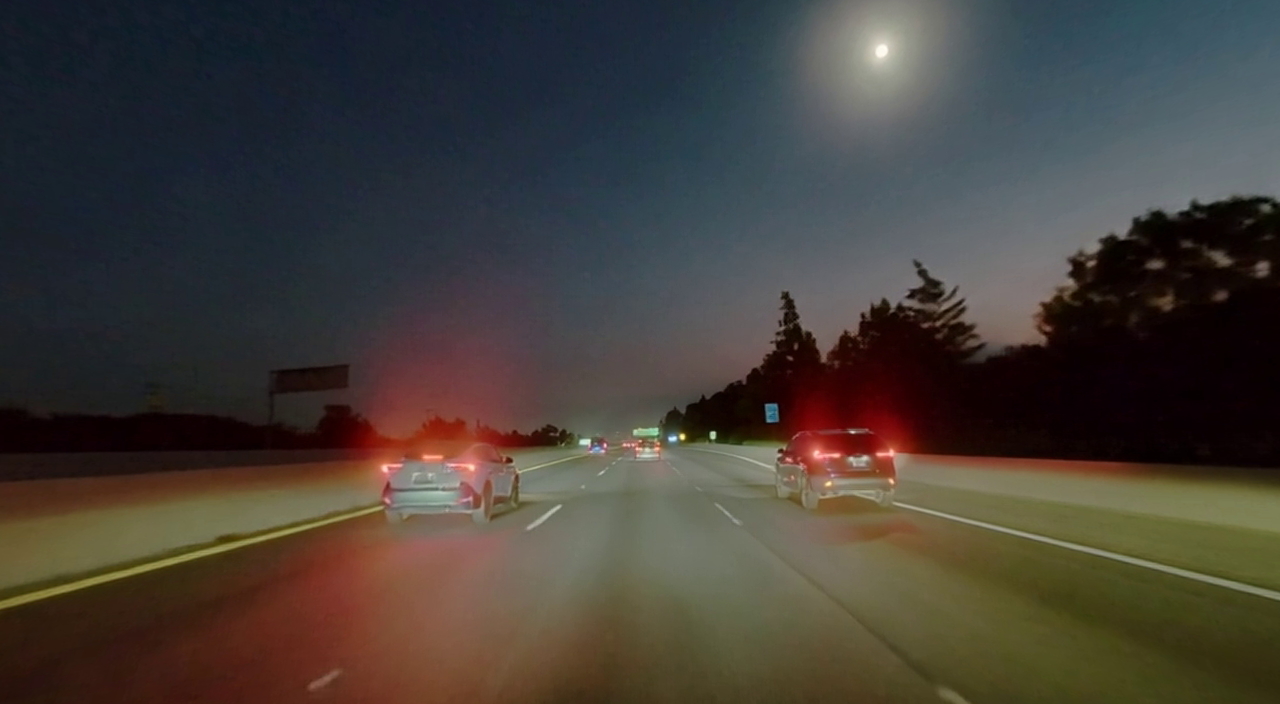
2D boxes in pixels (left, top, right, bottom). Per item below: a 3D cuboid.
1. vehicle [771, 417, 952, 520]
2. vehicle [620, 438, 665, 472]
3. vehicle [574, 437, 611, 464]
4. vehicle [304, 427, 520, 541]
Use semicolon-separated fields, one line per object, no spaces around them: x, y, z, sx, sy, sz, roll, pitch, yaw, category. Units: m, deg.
4.212;2.281;12.837;2.025;1.707;4.279;0;-8;-1;vehicle
0.143;5.044;31.097;2.049;1.542;3.816;0;-8;1;vehicle
-3.065;6.443;41.189;2.044;1.682;4.201;-1;-8;1;vehicle
-3.601;2.160;11.016;2.066;1.561;4.495;0;-8;1;vehicle
